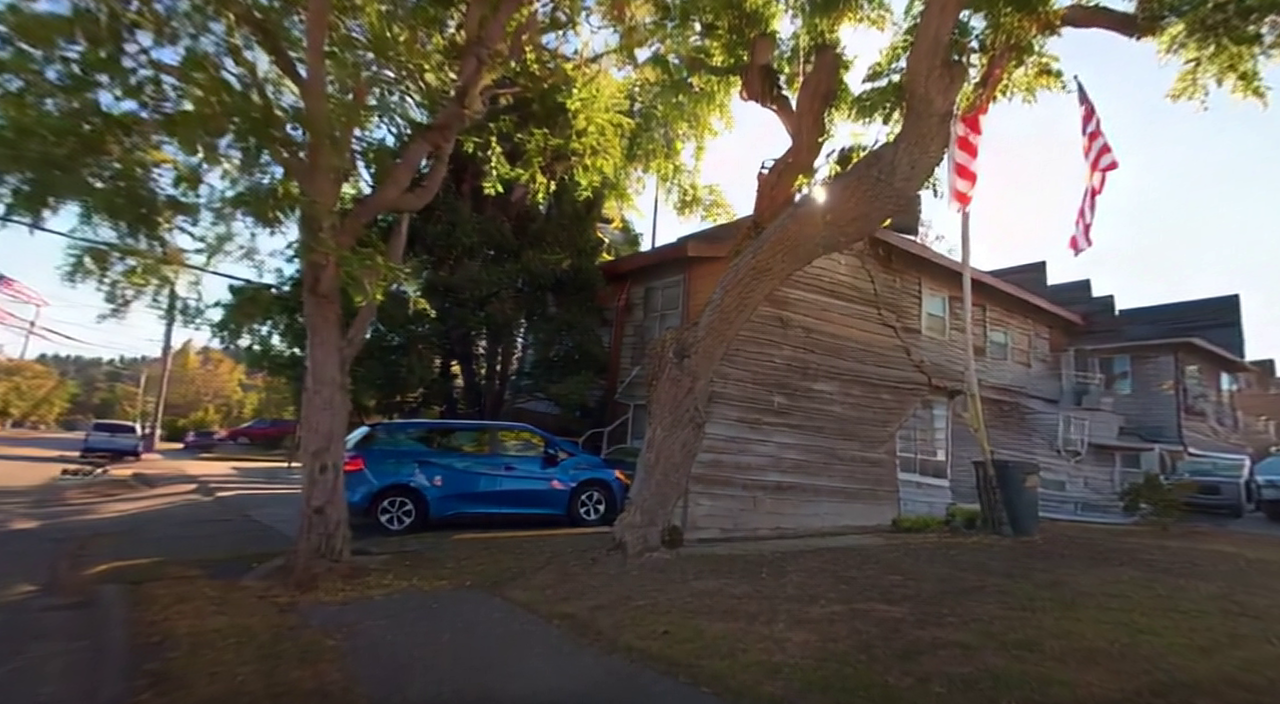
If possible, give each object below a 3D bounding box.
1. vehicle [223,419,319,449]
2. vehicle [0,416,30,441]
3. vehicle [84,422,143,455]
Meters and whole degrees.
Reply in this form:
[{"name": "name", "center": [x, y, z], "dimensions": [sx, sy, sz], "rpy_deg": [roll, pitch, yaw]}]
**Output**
[{"name": "vehicle", "center": [-22.864, 5.147, 39.236], "dimensions": [4.767, 1.735, 1.920], "rpy_deg": [7, -11, -39]}, {"name": "vehicle", "center": [-46.607, 5.617, 46.264], "dimensions": [2.110, 1.703, 4.568], "rpy_deg": [6, -11, -36]}, {"name": "vehicle", "center": [-25.213, 4.164, 30.343], "dimensions": [1.941, 1.460, 4.206], "rpy_deg": [7, -11, -38]}]
